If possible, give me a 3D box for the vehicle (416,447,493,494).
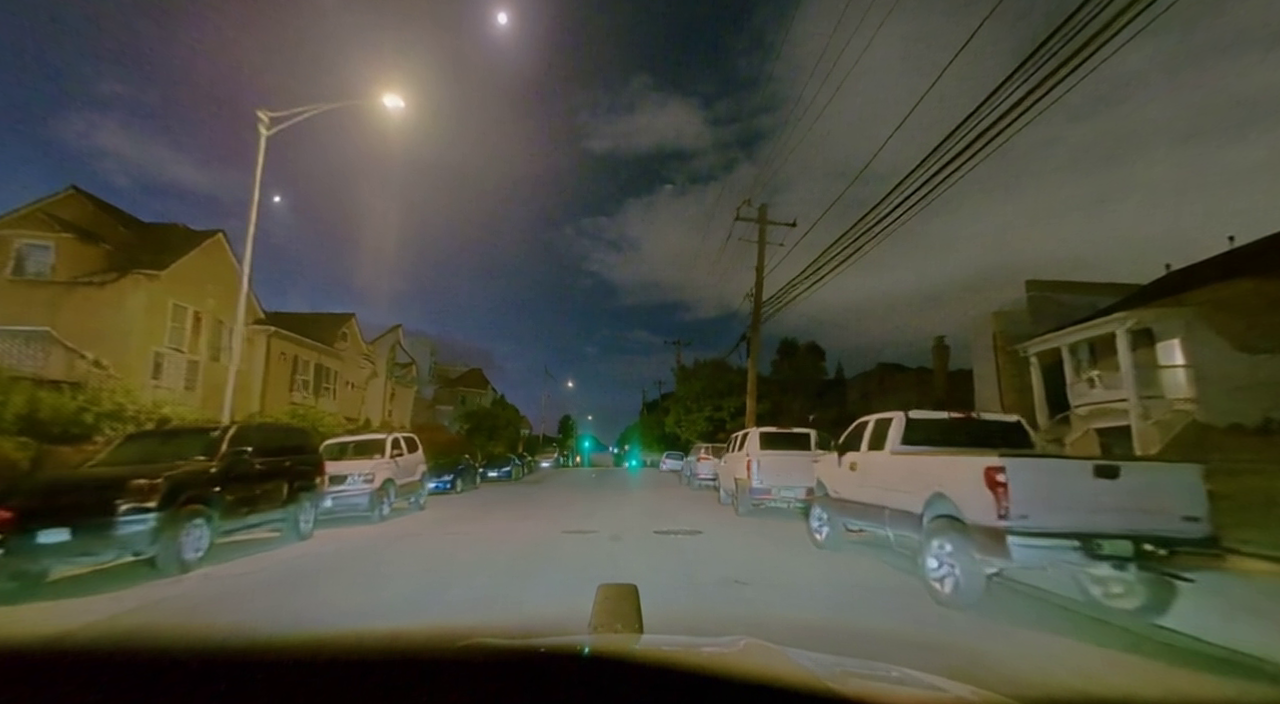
[{"bbox_3d":[-6.650,4.265,23.201,1.866,1.474,4.753,1,-8,-6],"label":"vehicle"}]

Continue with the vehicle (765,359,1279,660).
[{"bbox_3d":[3.211,1.466,7.138,2.237,2.071,5.332,0,-8,-3],"label":"vehicle"}]

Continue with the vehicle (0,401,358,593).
[{"bbox_3d":[-6.009,1.818,8.830,2.034,1.923,4.713,0,-8,-1],"label":"vehicle"}]

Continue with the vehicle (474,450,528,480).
[{"bbox_3d":[-6.955,5.669,32.061,1.958,1.359,4.357,0,-8,-3],"label":"vehicle"}]

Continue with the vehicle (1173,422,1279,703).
[{"bbox_3d":[3.883,0.839,1.177,1.990,1.521,4.153,0,-8,-3],"label":"vehicle"}]
